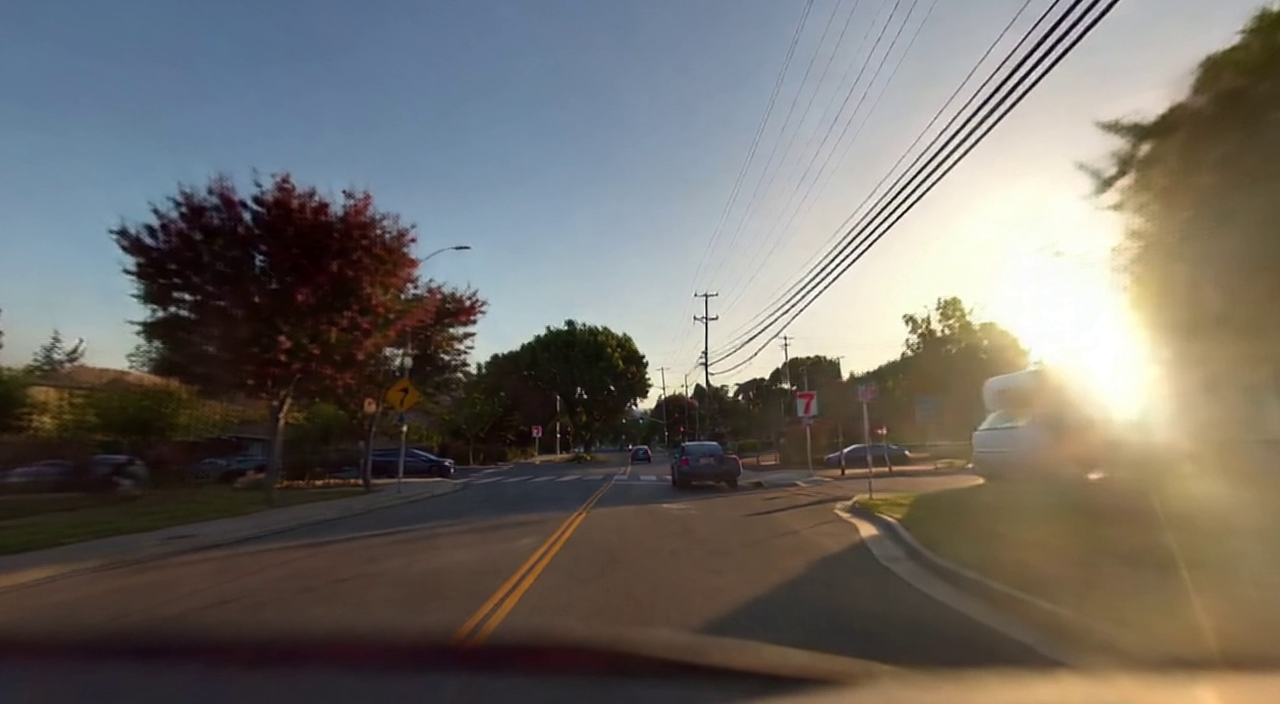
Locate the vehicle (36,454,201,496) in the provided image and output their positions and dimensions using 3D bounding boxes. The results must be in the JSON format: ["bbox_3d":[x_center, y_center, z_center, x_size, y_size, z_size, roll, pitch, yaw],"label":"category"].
[{"bbox_3d":[-25.521,6.033,31.171,5.763,1.855,2.340,2,-8,-8],"label":"vehicle"}]

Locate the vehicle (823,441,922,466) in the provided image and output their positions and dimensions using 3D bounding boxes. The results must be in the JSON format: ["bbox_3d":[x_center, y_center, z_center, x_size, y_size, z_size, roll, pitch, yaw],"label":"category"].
[{"bbox_3d":[13.168,5.797,36.058,4.872,1.400,1.955,-1,-9,3],"label":"vehicle"}]

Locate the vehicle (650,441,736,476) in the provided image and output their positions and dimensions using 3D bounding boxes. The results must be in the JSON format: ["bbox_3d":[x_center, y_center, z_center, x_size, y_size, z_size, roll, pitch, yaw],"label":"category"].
[{"bbox_3d":[2.955,6.195,37.085,2.553,1.868,5.536,4,-10,-25],"label":"vehicle"}]

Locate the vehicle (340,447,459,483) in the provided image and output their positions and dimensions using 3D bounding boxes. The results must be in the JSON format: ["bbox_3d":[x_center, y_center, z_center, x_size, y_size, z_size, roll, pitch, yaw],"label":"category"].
[{"bbox_3d":[-13.547,6.396,35.940,5.866,1.904,2.197,1,-9,-6],"label":"vehicle"}]

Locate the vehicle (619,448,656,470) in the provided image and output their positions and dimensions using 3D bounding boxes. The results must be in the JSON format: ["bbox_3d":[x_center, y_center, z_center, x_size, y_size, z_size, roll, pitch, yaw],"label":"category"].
[{"bbox_3d":[-0.242,7.515,44.484,1.874,1.427,3.976,2,-9,-12],"label":"vehicle"}]

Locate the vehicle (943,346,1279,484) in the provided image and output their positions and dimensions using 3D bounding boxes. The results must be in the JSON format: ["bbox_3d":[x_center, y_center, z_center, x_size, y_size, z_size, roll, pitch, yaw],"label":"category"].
[{"bbox_3d":[15.119,2.004,19.632,9.897,3.821,2.789,1,-8,-1],"label":"vehicle"}]

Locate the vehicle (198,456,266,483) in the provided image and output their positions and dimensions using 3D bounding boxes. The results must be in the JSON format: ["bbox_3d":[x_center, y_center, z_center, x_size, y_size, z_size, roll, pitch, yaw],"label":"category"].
[{"bbox_3d":[-29.017,8.363,45.111,2.085,1.763,4.658,1,-9,-6],"label":"vehicle"}]
